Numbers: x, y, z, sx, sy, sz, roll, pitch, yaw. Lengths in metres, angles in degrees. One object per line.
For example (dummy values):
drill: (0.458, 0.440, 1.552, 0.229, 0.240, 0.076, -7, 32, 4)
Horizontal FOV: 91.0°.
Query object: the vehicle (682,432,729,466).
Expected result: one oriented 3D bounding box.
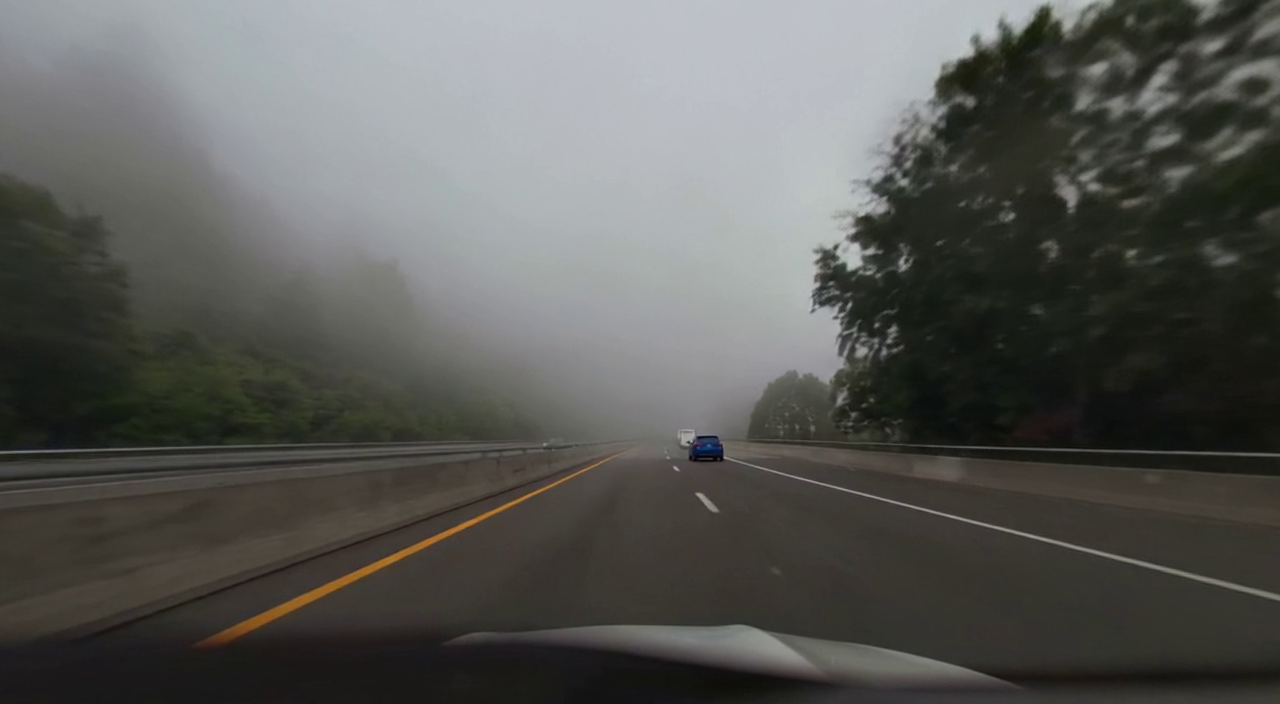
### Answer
vehicle: (3.411, 5.144, 33.481, 2.022, 1.663, 4.245, 0, -8, 0)
